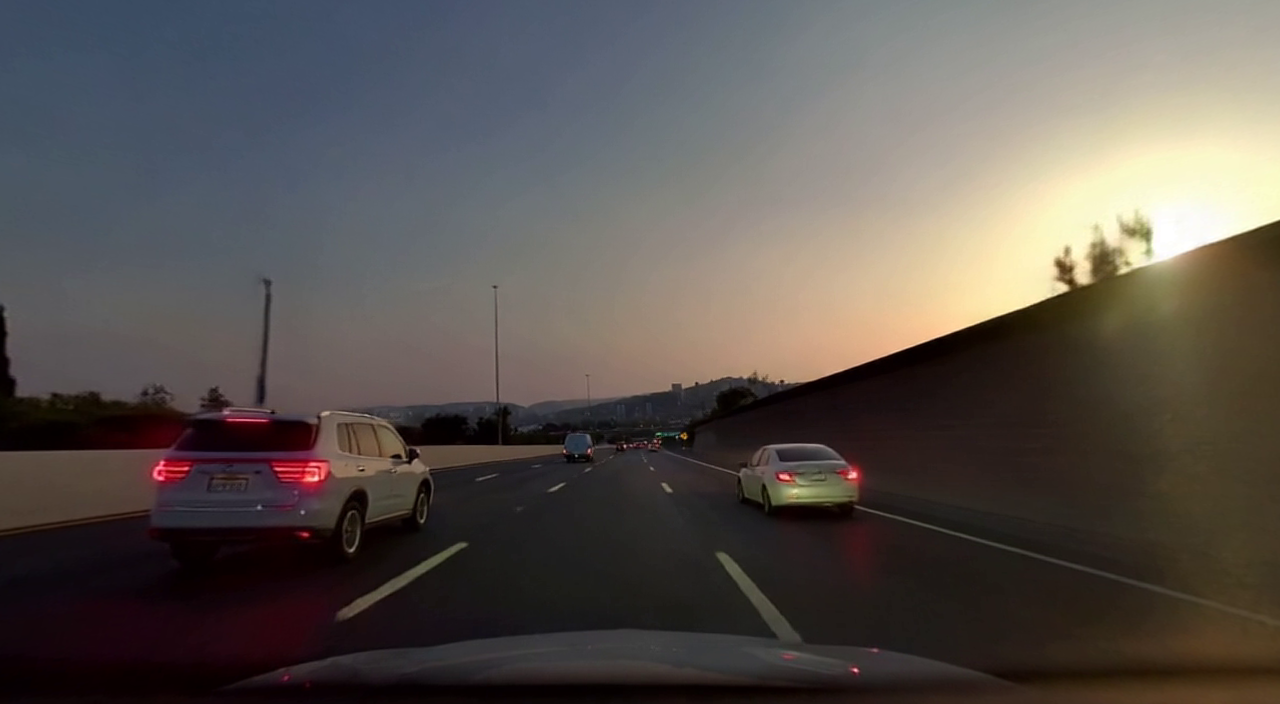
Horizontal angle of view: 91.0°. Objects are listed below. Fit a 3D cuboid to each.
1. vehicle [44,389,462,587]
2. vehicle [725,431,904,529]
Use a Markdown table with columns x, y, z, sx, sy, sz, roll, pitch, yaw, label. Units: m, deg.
| x | y | z | sx | sy | sz | roll | pitch | yaw | label |
| --- | --- | --- | --- | --- | --- | --- | --- | --- | --- |
| -4.463 | 1.706 | 8.814 | 2.285 | 1.853 | 5.564 | 0 | -9 | 0 | vehicle |
| 3.084 | 2.397 | 12.427 | 2.047 | 1.532 | 4.884 | 1 | -9 | -1 | vehicle |
